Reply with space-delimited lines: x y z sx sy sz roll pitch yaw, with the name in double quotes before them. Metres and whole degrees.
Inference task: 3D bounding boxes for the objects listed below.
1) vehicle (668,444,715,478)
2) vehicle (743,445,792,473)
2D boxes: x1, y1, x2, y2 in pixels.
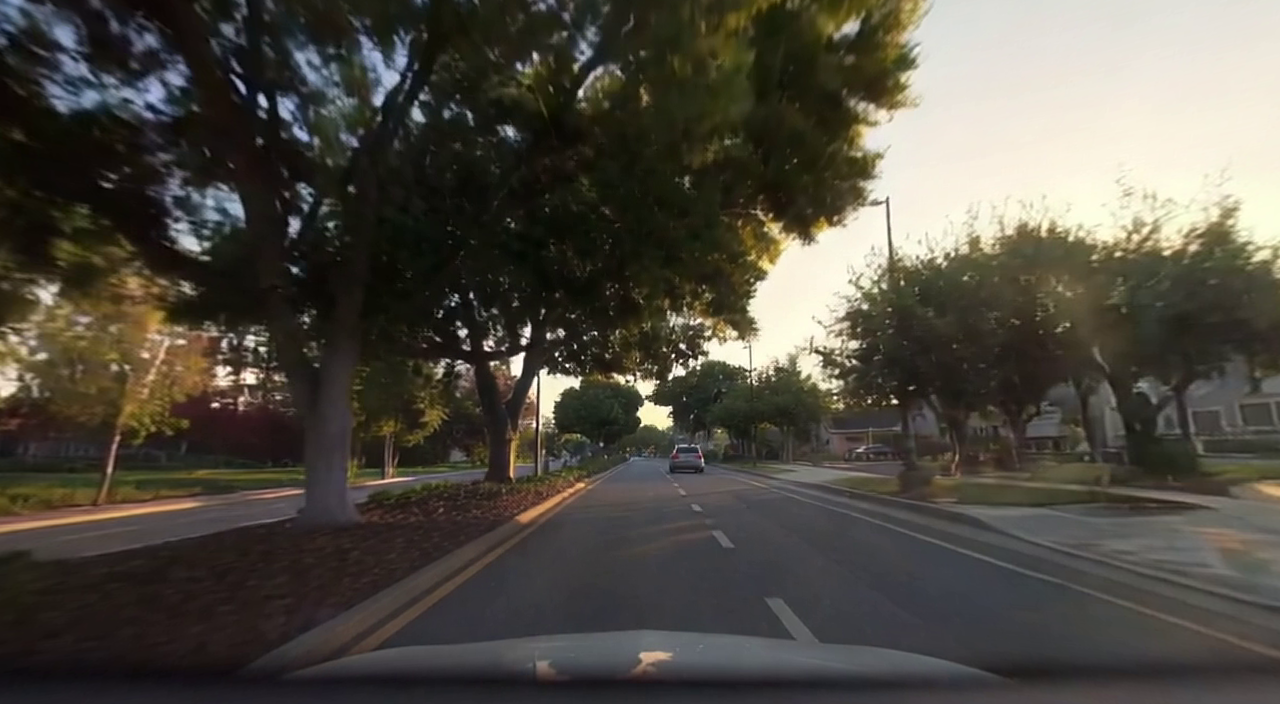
"vehicle" 2.820 6.067 35.528 2.180 1.773 4.639 0 -8 0
"vehicle" 9.100 7.523 44.627 2.269 1.826 5.192 -3 -9 23
